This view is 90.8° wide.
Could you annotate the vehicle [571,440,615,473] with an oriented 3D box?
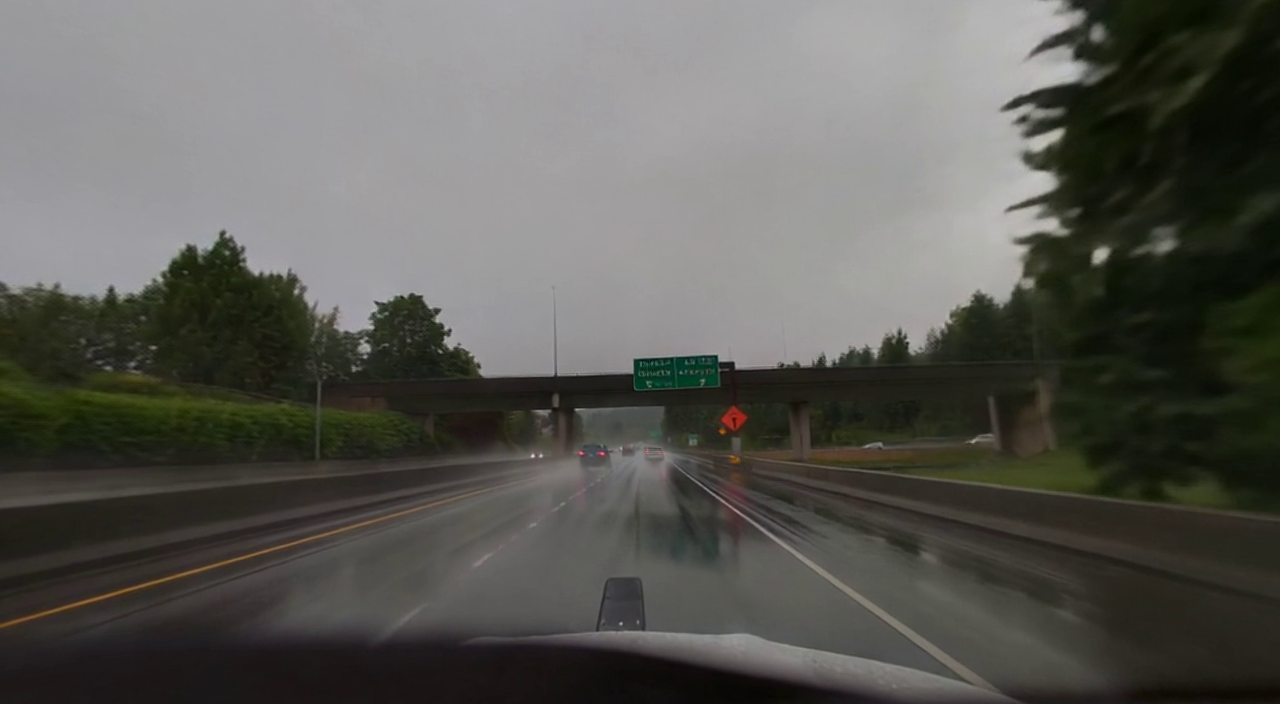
[{"bbox_3d":[-2.702,6.145,37.291,2.143,1.853,4.123,0,-9,2],"label":"vehicle"}]
